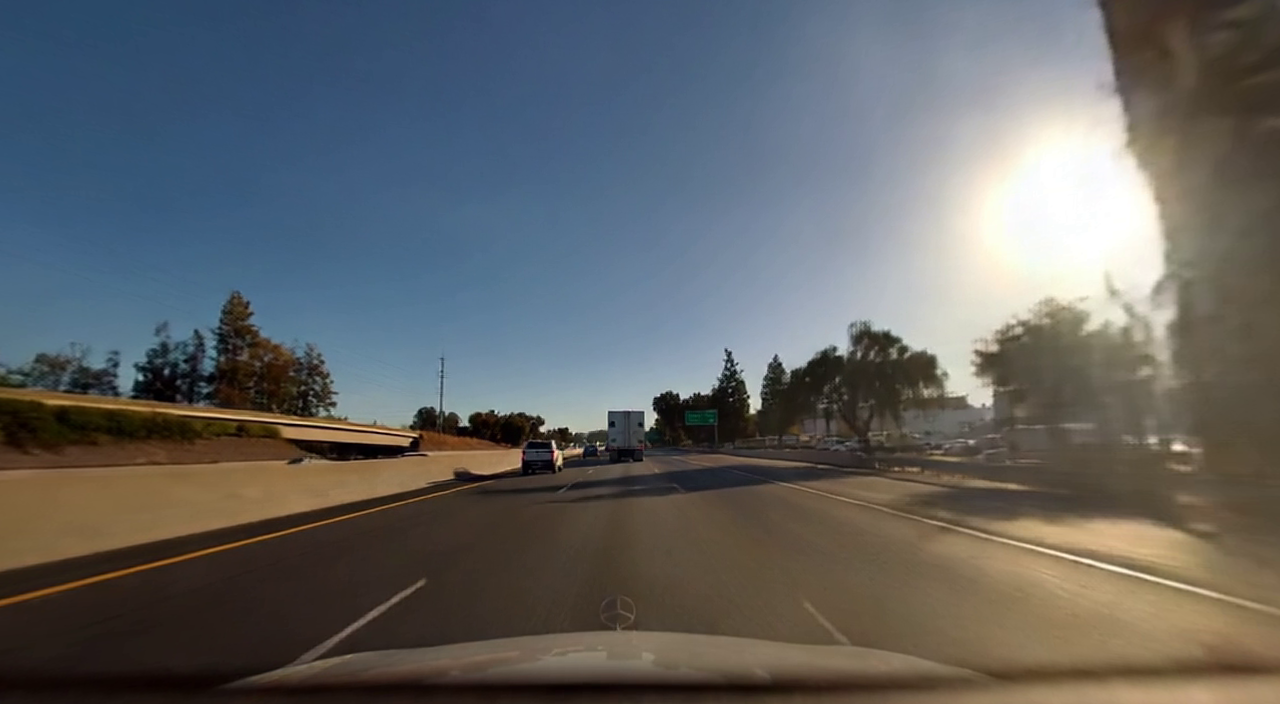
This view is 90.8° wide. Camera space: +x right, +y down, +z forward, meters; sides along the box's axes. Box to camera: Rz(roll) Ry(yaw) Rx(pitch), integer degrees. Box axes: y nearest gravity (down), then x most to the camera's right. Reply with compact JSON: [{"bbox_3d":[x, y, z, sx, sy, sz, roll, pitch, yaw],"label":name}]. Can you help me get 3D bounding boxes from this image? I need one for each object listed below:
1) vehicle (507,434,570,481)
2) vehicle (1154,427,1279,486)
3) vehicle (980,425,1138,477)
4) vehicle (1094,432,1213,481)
[{"bbox_3d":[-4.474,4.712,28.540,2.095,1.930,4.680,0,-8,0],"label":"vehicle"},{"bbox_3d":[31.730,5.623,34.484,6.081,2.952,2.754,3,-8,-21],"label":"vehicle"},{"bbox_3d":[29.479,7.024,45.299,3.185,3.246,9.903,1,-8,-11],"label":"vehicle"},{"bbox_3d":[30.505,6.172,37.579,5.652,2.685,2.596,2,-9,-18],"label":"vehicle"}]
